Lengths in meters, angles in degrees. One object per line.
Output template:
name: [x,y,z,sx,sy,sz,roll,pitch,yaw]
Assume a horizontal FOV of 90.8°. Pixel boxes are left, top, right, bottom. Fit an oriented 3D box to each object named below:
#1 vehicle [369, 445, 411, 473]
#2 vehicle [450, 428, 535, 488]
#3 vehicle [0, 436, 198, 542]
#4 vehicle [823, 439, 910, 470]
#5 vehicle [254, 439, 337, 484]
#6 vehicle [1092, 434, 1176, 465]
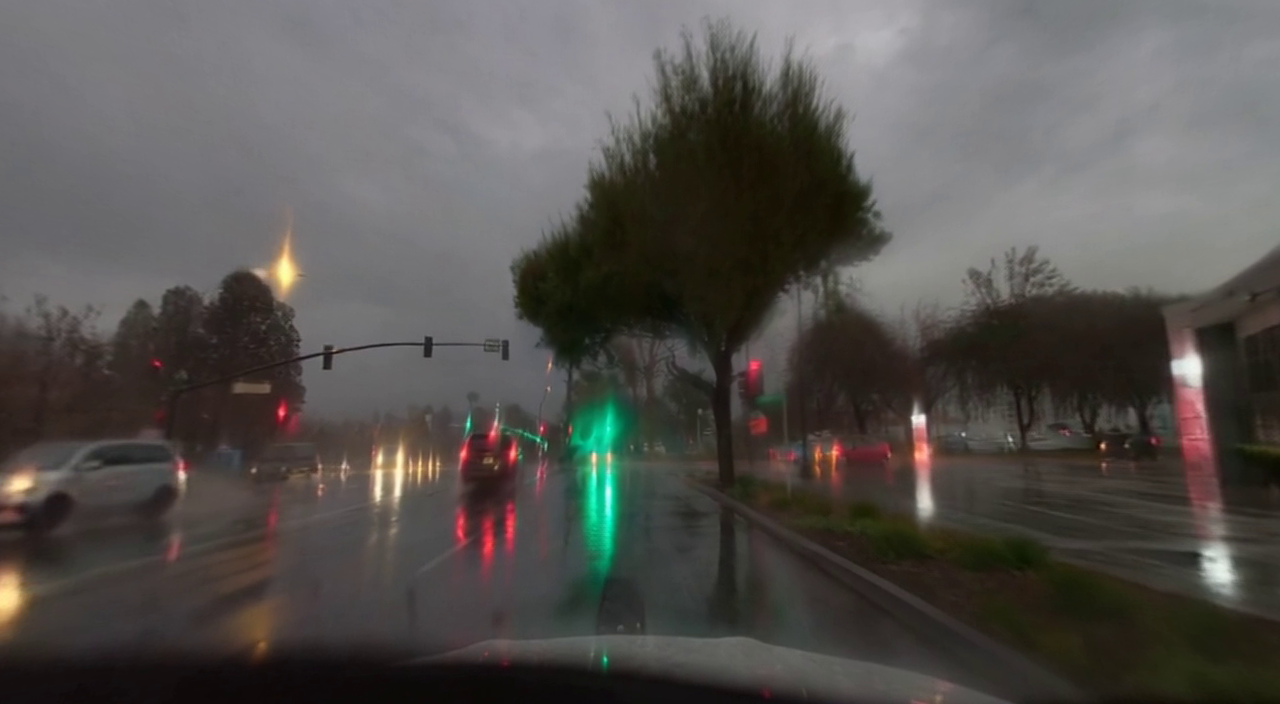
vehicle: [-17.218,7.351,43.556,2.433,1.784,4.681,3,-10,-21]
vehicle: [-4.973,3.667,22.021,2.134,1.799,5.082,0,-9,-5]
vehicle: [-10.819,2.472,11.977,1.925,1.631,4.250,0,-9,-3]
vehicle: [13.935,6.326,39.050,4.857,1.803,2.147,-3,-9,19]
vehicle: [-18.797,5.991,34.877,2.555,2.199,5.958,2,-9,-14]
vehicle: [34.333,6.781,43.980,4.439,1.764,2.259,5,-8,-13]
